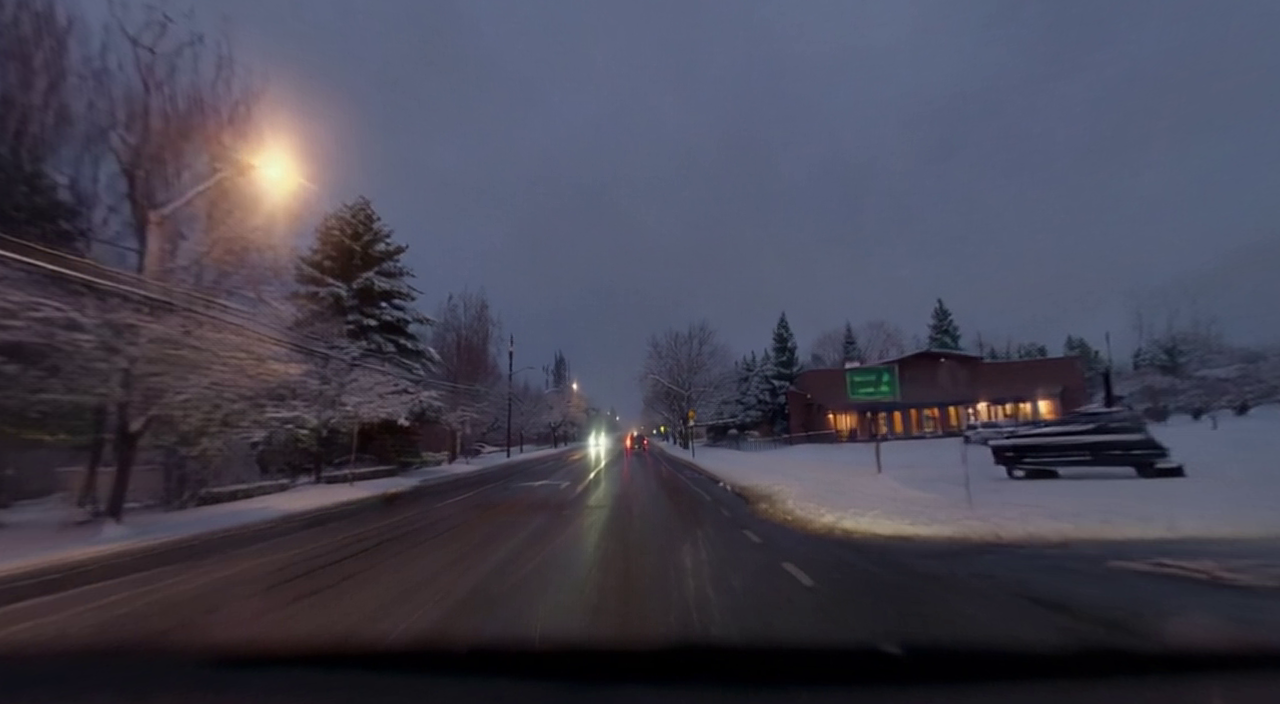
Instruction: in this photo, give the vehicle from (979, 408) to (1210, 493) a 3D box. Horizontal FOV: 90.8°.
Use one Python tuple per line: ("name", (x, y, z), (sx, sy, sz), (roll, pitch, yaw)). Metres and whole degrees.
("vehicle", (11.083, 2.602, 15.955), (2.001, 1.744, 4.449), (-1, -12, -9))
